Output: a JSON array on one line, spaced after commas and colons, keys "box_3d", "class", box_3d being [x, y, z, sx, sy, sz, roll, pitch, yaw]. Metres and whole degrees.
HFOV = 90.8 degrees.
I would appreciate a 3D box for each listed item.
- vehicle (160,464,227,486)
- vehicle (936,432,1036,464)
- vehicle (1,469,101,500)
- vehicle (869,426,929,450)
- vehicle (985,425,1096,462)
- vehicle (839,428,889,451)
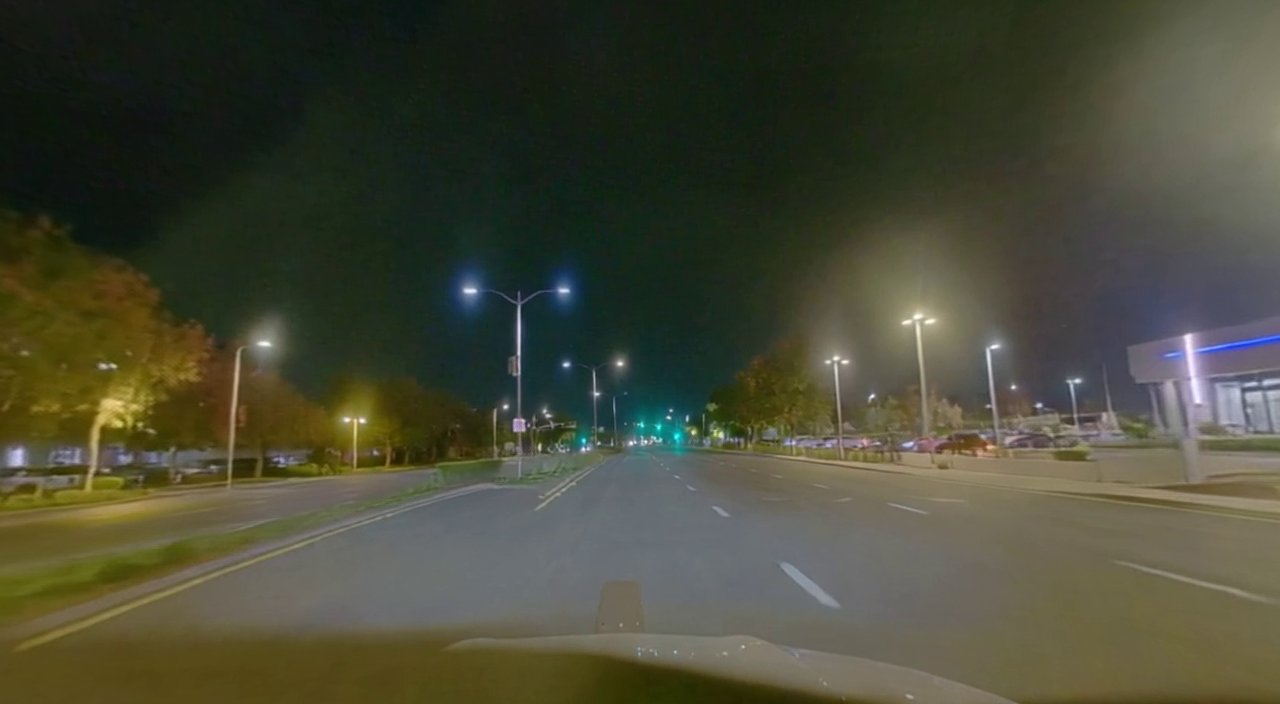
[{"box_3d": [-30.258, 8.314, 42.842, 3.332, 1.364, 1.702, -1, -8, 7], "class": "vehicle"}, {"box_3d": [17.199, 4.793, 31.691, 1.974, 1.446, 4.614, 1, -8, -7], "class": "vehicle"}, {"box_3d": [-29.627, 6.644, 31.847, 3.380, 1.342, 1.686, -2, -8, 1], "class": "vehicle"}, {"box_3d": [18.130, 6.091, 44.472, 1.890, 1.612, 4.797, 1, -8, -5], "class": "vehicle"}, {"box_3d": [19.698, 4.557, 31.380, 1.995, 1.673, 4.725, -1, -8, -6], "class": "vehicle"}, {"box_3d": [17.612, 6.948, 49.905, 1.912, 1.646, 4.870, -1, -9, -2], "class": "vehicle"}]
